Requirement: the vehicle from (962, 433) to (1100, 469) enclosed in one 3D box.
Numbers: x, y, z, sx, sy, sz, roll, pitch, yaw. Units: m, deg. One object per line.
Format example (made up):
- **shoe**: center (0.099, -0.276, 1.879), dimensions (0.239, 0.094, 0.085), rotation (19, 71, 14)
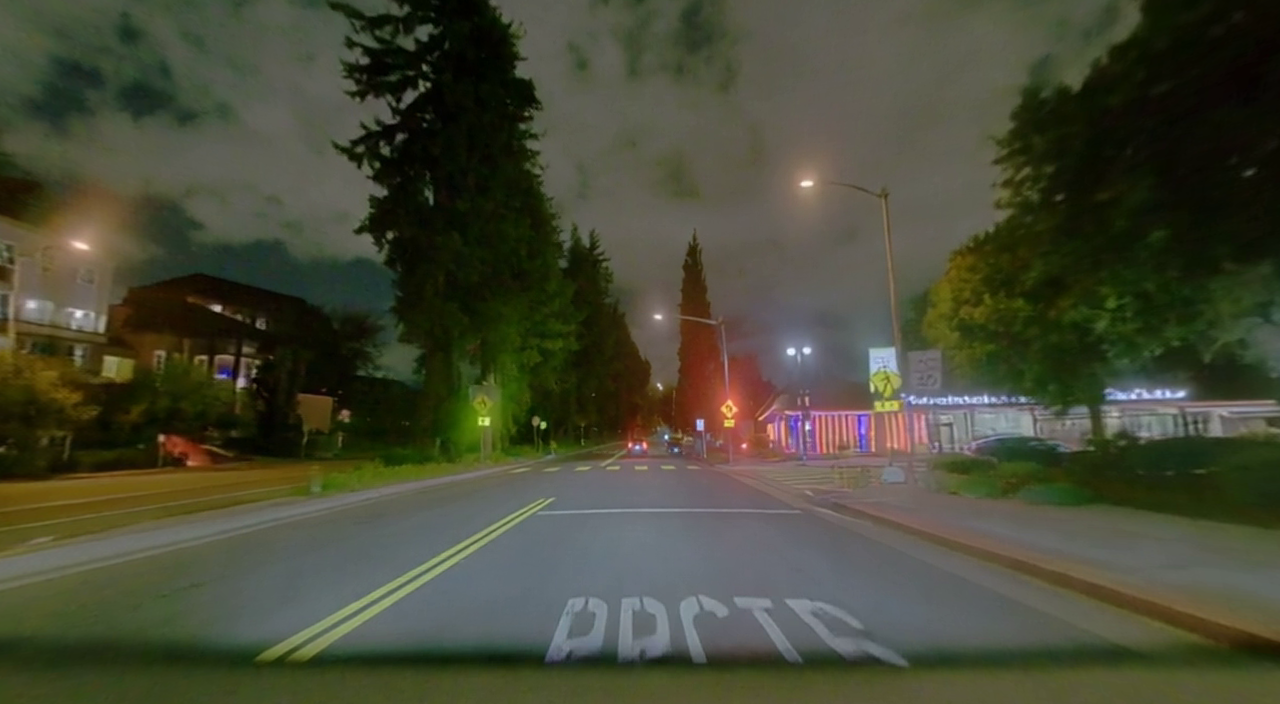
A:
- **vehicle**: center (16.857, 4.260, 27.485), dimensions (4.563, 1.457, 2.139), rotation (-1, -7, 6)
